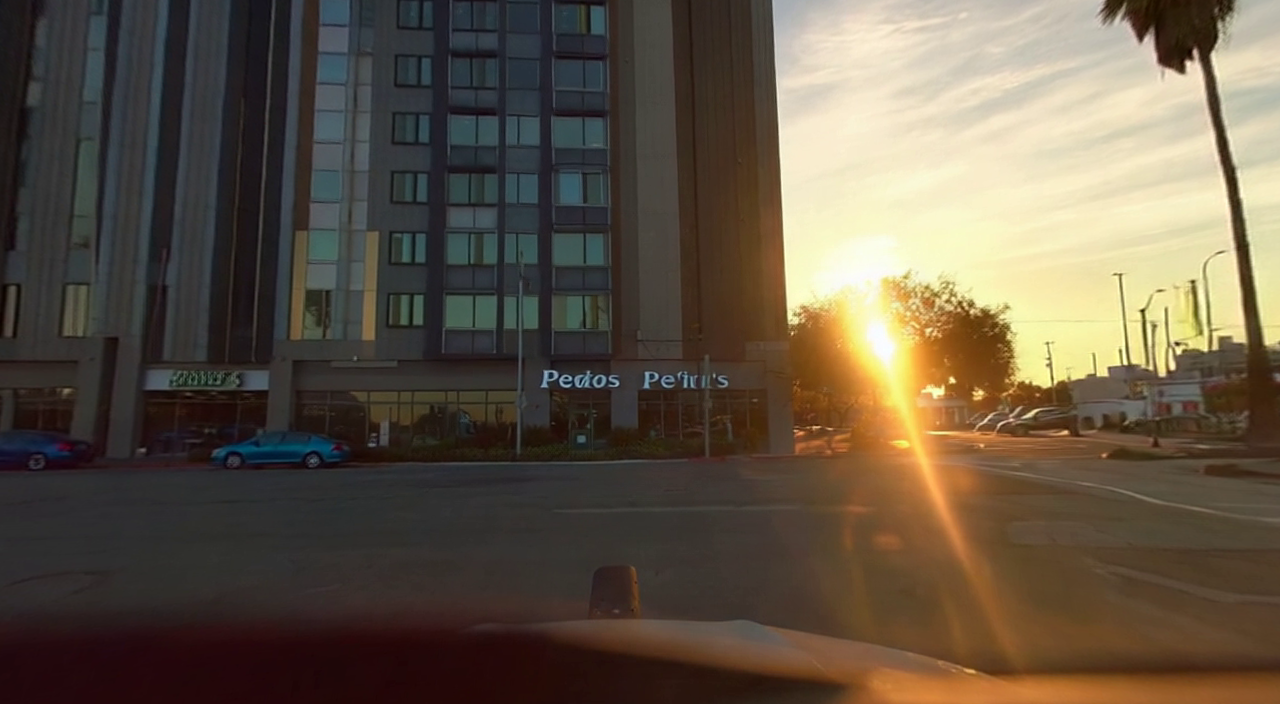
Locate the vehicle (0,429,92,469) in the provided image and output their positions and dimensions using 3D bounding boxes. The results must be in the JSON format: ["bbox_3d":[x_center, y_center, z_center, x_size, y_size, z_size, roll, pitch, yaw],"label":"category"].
[{"bbox_3d":[-23.634,3.620,23.707,4.321,1.430,1.775,0,-9,-2],"label":"vehicle"}]

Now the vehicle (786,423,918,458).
[{"bbox_3d":[8.608,3.651,25.894,4.782,1.371,1.763,1,-9,-5],"label":"vehicle"}]

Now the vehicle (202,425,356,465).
[{"bbox_3d":[-13.939,3.618,24.562,4.857,1.497,1.811,0,-9,2],"label":"vehicle"}]

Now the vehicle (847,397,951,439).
[{"bbox_3d":[16.166,4.168,39.665,5.524,2.504,2.196,1,-9,-3],"label":"vehicle"}]

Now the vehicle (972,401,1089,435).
[{"bbox_3d":[28.517,4.832,46.303,7.026,2.329,2.545,1,-6,-4],"label":"vehicle"}]
